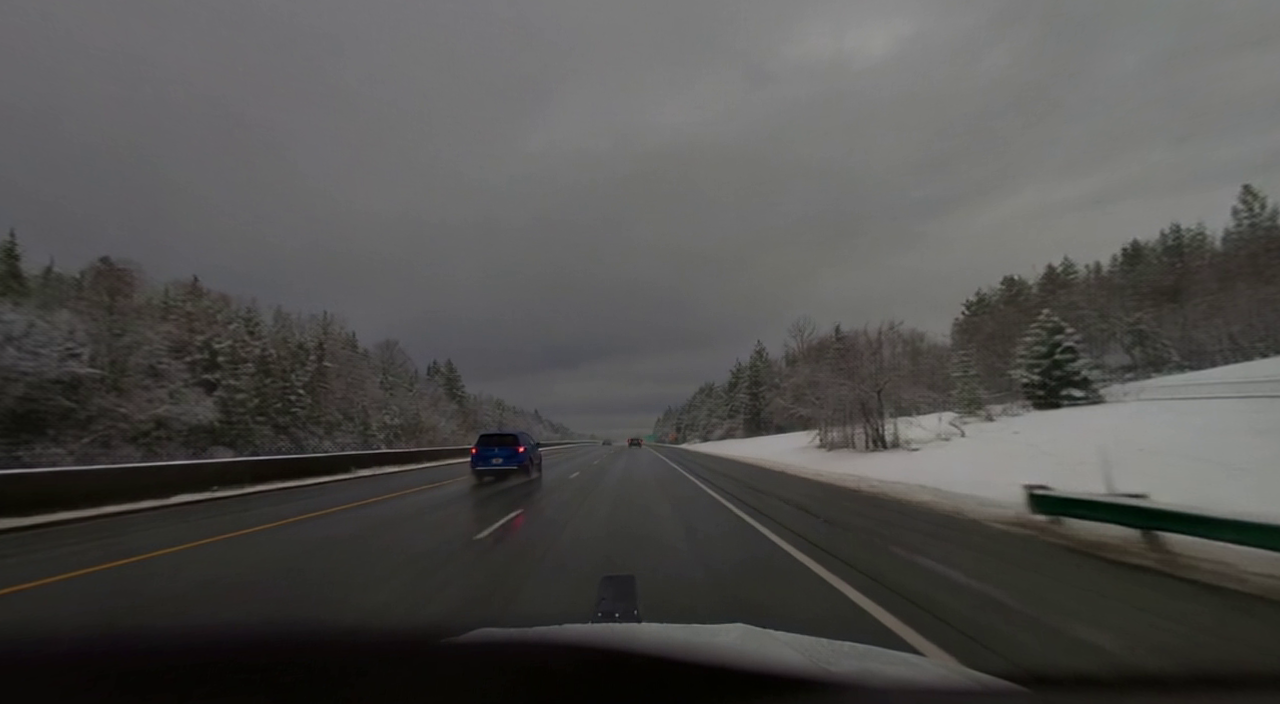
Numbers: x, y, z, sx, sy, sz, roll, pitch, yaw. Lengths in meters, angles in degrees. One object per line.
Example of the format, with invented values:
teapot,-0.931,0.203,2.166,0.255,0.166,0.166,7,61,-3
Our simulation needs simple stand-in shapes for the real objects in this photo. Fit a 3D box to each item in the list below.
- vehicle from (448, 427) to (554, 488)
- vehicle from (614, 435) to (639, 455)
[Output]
vehicle,-3.909,3.037,18.656,2.072,1.545,4.767,0,-8,0
vehicle,-0.980,6.844,46.524,1.836,1.450,3.519,0,-8,-1
